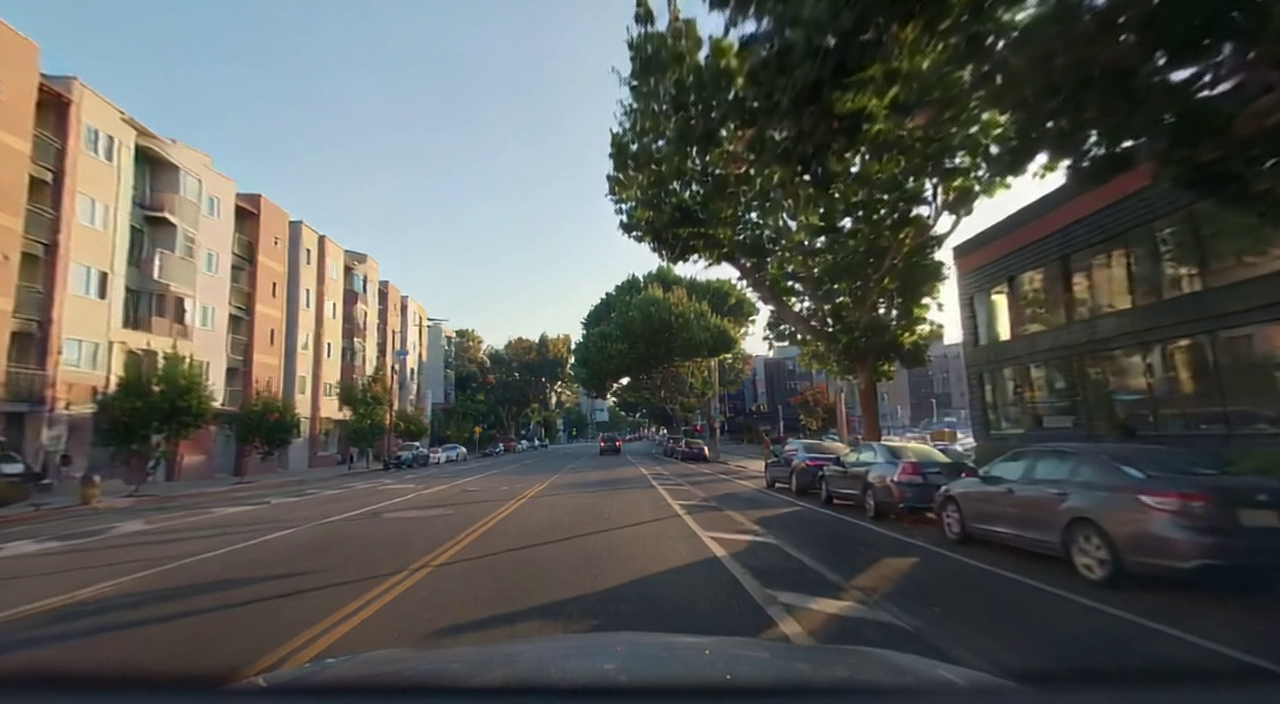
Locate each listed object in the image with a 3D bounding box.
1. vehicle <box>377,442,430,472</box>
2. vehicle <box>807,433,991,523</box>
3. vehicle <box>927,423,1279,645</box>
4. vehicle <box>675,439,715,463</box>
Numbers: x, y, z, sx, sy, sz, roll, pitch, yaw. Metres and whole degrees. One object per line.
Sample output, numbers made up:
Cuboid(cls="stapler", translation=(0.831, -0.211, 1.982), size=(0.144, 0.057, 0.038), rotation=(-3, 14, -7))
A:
Cuboid(cls="vehicle", translation=(-14.400, 6.367, 38.705), size=(1.908, 1.694, 4.306), rotation=(1, -8, -5))
Cuboid(cls="vehicle", translation=(4.866, 2.390, 12.616), size=(1.797, 1.486, 4.154), rotation=(0, -8, -2))
Cuboid(cls="vehicle", translation=(5.122, 1.574, 6.674), size=(2.049, 1.507, 4.585), rotation=(0, -8, 0))
Cuboid(cls="vehicle", translation=(3.546, 6.483, 41.657), size=(2.085, 1.466, 4.276), rotation=(0, -8, -3))
